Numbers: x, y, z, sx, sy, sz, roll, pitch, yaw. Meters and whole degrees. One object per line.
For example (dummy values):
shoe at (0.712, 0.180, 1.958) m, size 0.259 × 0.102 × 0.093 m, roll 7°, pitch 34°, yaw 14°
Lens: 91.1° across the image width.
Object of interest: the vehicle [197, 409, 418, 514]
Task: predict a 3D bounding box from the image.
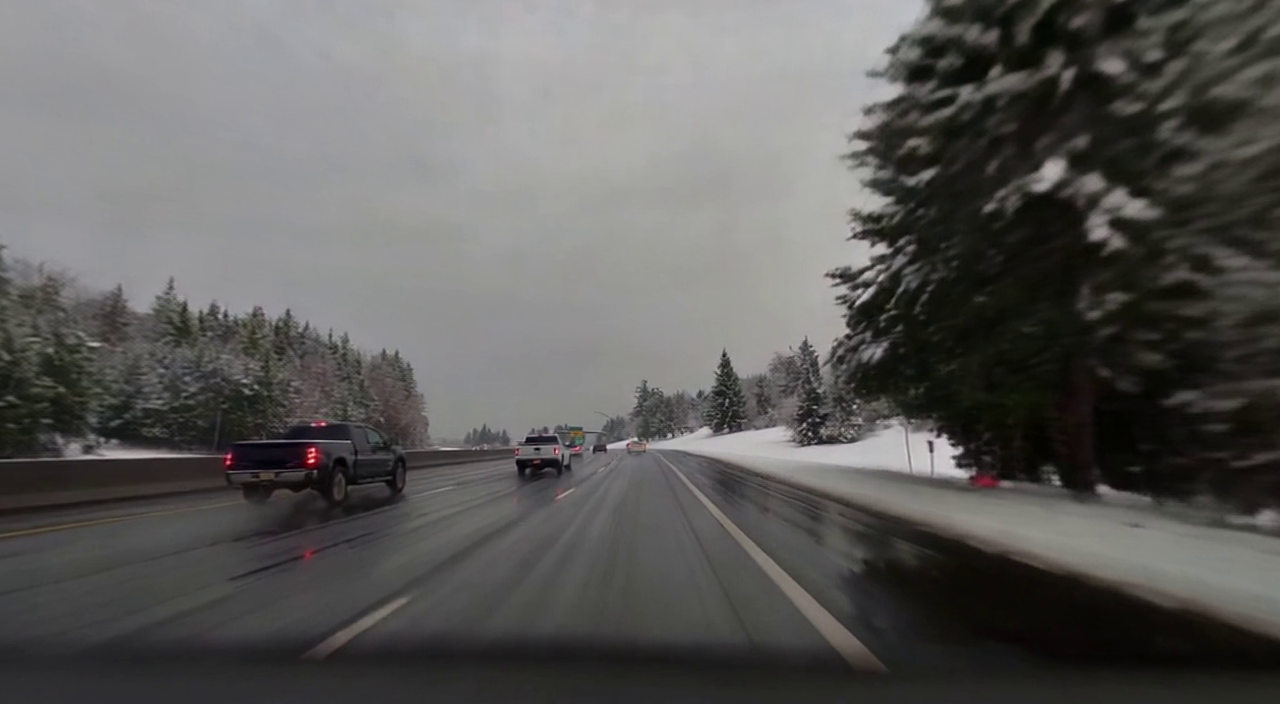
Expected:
vehicle at (-7.225, 2.456, 14.554) m, size 2.160 × 1.949 × 5.293 m, roll 0°, pitch -8°, yaw 1°

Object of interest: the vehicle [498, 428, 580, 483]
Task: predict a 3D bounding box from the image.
vehicle at (-3.614, 3.825, 23.499) m, size 2.142 × 1.789 × 5.009 m, roll 0°, pitch -8°, yaw 1°
